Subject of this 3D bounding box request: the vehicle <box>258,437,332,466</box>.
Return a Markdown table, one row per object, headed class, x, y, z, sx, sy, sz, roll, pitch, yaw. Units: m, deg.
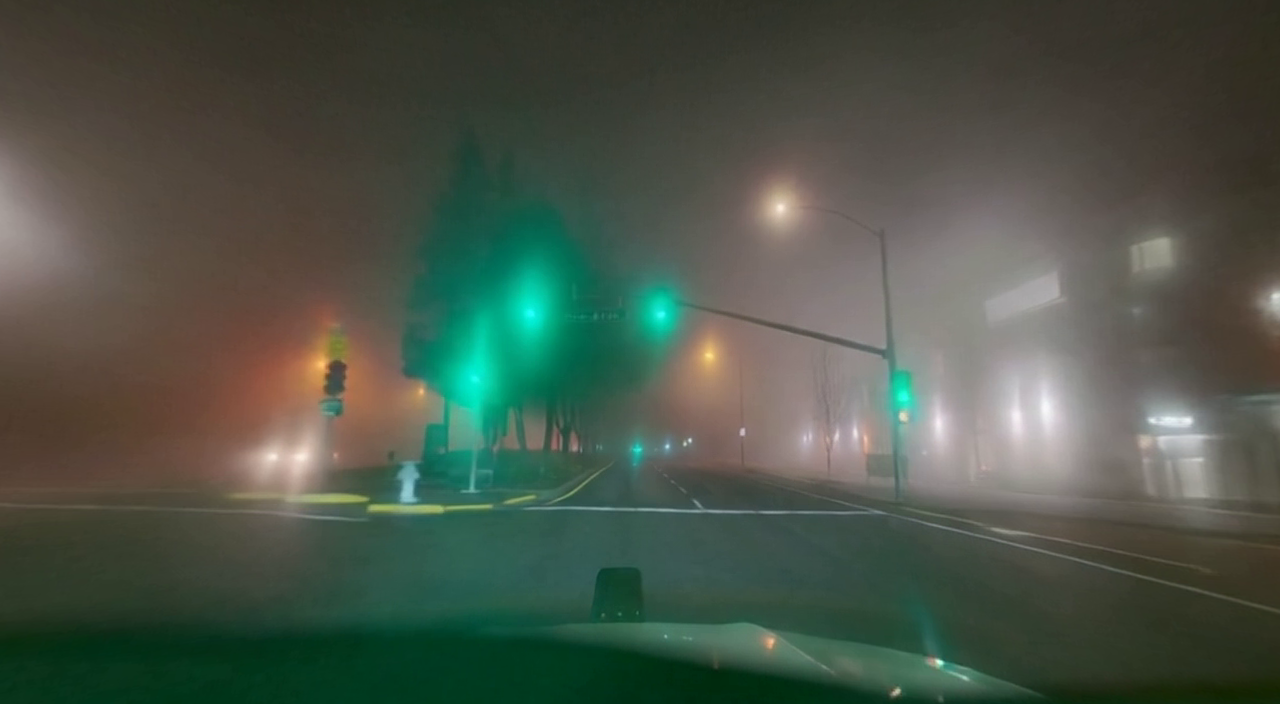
| class | x | y | z | sx | sy | sz | roll | pitch | yaw |
| --- | --- | --- | --- | --- | --- | --- | --- | --- | --- |
| vehicle | -21.581 | 6.279 | 39.620 | 2.016 | 1.705 | 4.547 | 1 | -9 | 0 |
